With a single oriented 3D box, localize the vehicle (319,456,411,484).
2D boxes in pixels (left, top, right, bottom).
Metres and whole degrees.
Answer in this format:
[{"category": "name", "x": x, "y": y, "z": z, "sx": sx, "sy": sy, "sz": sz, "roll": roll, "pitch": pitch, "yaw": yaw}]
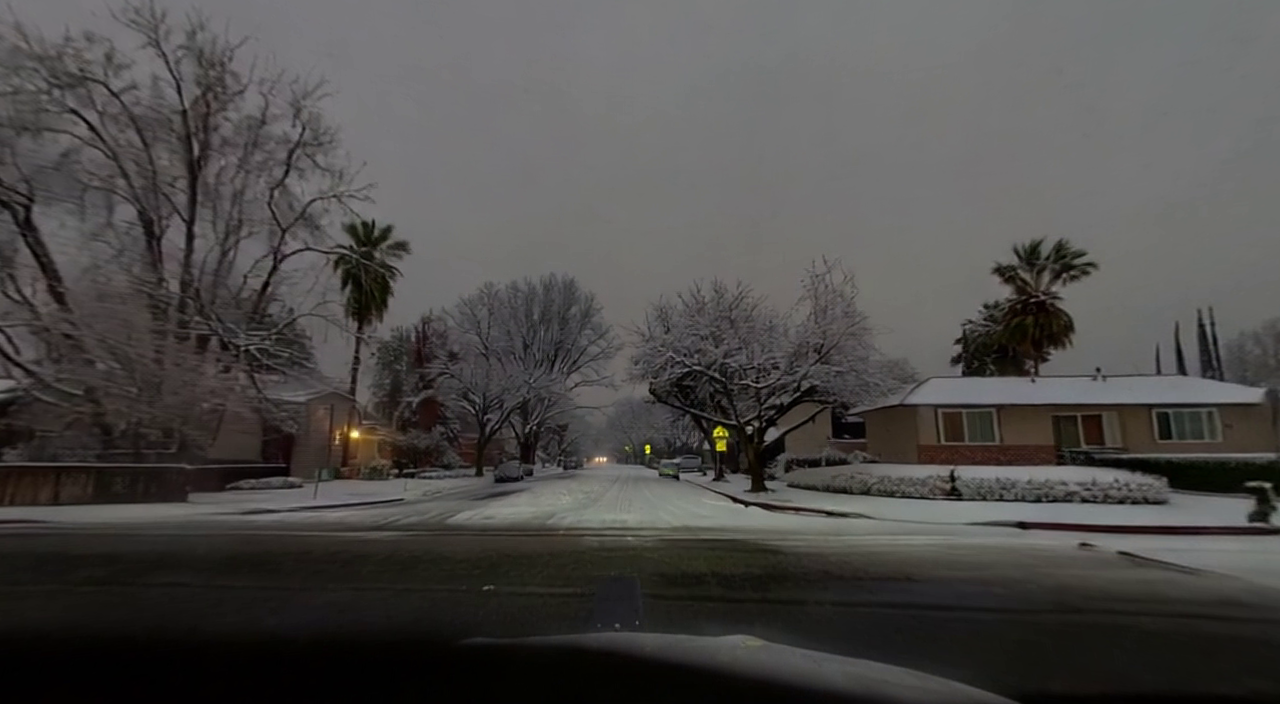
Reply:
[{"category": "vehicle", "x": -15.929, "y": 6.855, "z": 36.794, "sx": 4.358, "sy": 1.516, "sz": 2.077, "roll": 1, "pitch": -9, "yaw": -4}]
